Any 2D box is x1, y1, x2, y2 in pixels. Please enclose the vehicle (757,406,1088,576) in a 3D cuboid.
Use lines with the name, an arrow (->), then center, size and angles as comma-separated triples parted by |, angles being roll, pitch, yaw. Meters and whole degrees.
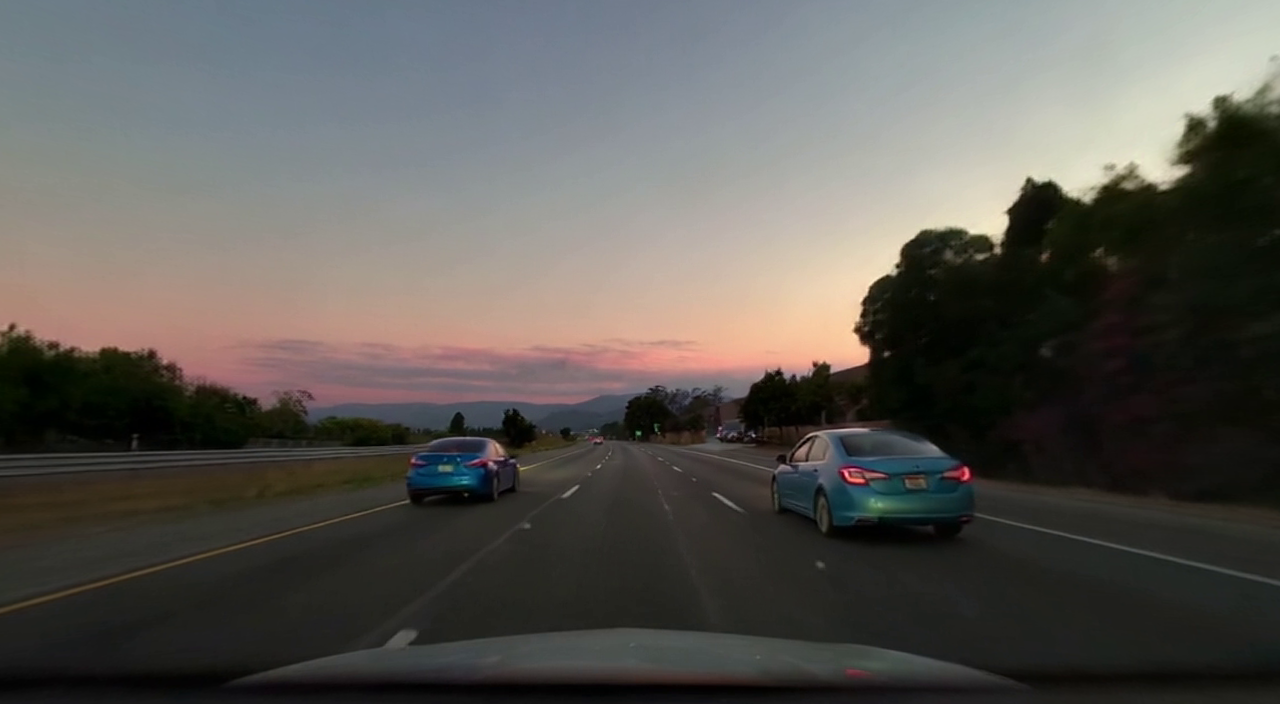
vehicle -> 3.217, 1.676, 8.408 | 2.349, 1.651, 4.161 | 0, -8, -2

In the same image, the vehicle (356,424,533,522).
vehicle -> -3.629, 2.338, 12.735 | 2.206, 1.604, 4.374 | 0, -8, 0
